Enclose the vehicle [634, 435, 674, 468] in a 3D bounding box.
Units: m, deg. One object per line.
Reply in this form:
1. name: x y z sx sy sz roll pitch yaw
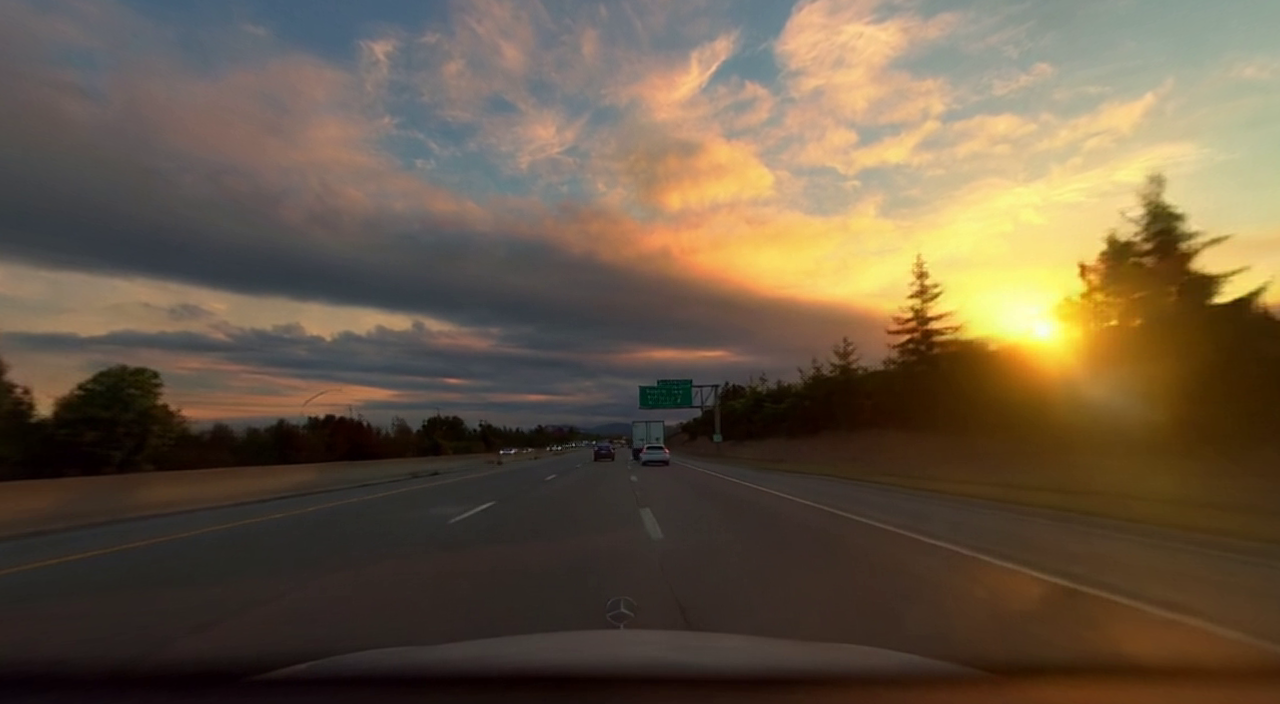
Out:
1. vehicle: 0.792 6.227 39.554 2.139 1.925 4.312 0 -9 -4
